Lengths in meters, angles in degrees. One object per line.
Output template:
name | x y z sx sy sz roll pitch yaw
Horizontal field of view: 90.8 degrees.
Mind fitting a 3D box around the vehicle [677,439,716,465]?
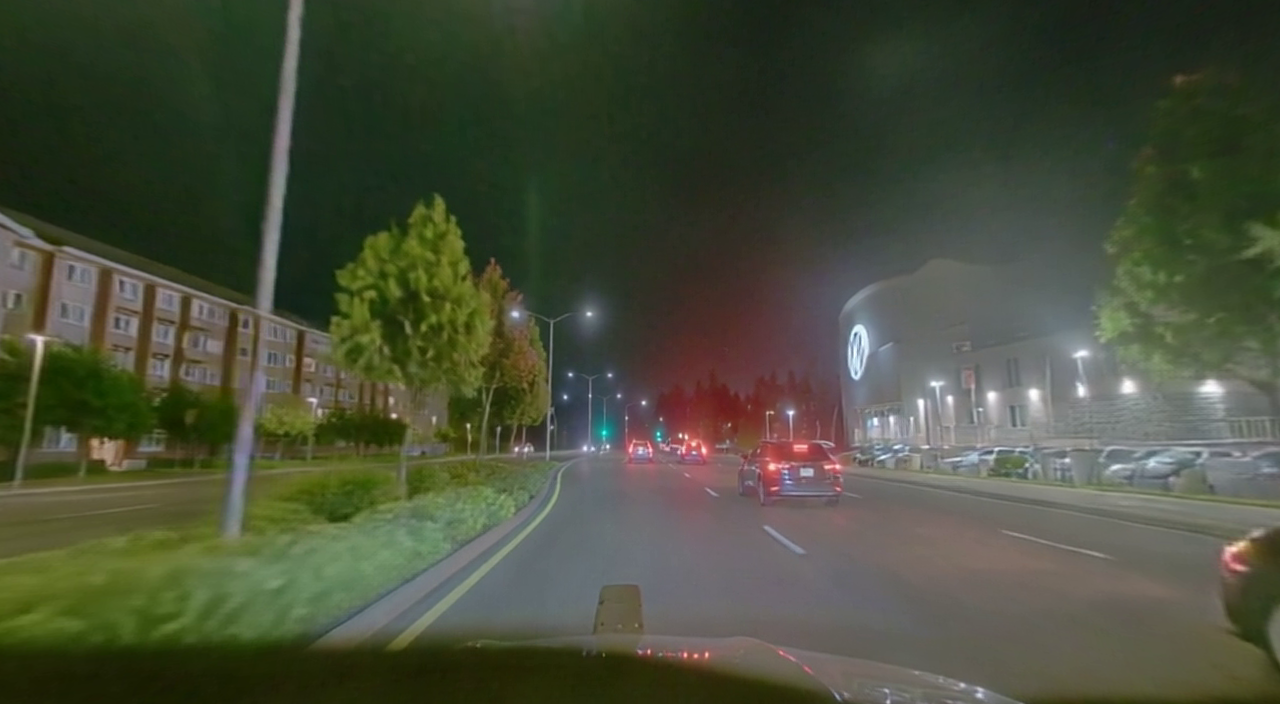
vehicle | 3.669 6.614 41.811 2.041 1.611 4.426 0 -9 -1

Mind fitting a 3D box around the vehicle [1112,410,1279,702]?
vehicle | 4.472 0.877 2.047 2.098 1.507 4.655 0 -8 -3

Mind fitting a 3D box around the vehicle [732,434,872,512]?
vehicle | 3.519 2.716 14.750 1.953 1.514 4.672 0 -8 -1

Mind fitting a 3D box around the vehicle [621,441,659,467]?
vehicle | -0.054 5.962 37.030 2.095 1.456 3.873 0 -8 -1
